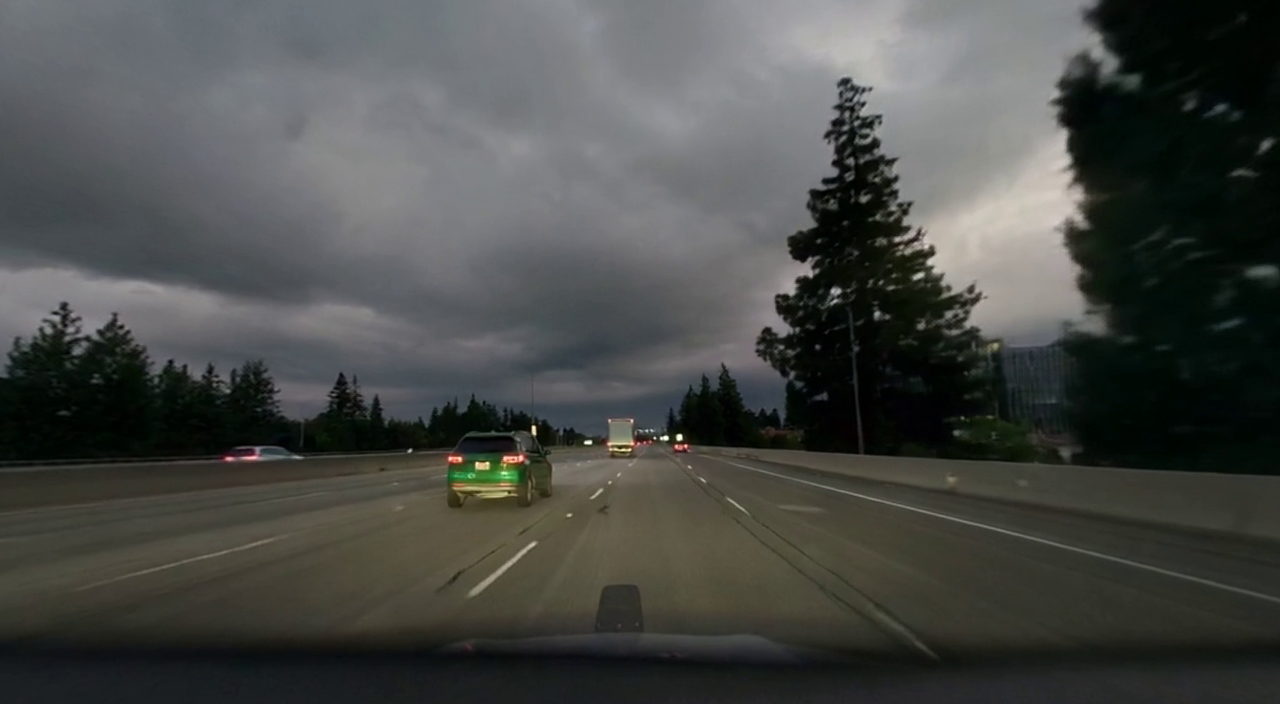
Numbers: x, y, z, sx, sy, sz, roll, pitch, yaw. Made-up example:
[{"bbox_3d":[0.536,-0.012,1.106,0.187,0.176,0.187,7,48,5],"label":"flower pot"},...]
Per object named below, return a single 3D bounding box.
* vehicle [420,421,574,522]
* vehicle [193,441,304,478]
[{"bbox_3d":[-2.752,2.449,13.346,2.111,1.742,4.315,0,-9,2],"label":"vehicle"},{"bbox_3d":[-17.546,4.842,28.540,1.965,1.503,4.579,1,-9,1],"label":"vehicle"}]
